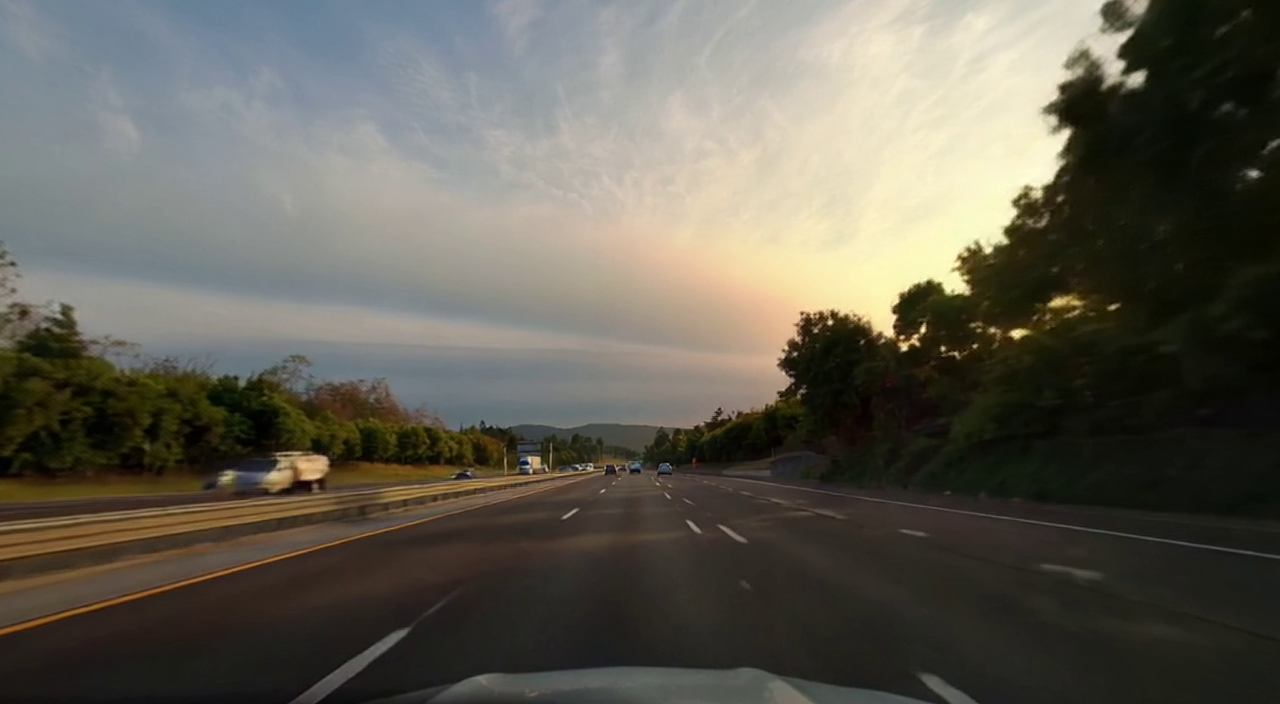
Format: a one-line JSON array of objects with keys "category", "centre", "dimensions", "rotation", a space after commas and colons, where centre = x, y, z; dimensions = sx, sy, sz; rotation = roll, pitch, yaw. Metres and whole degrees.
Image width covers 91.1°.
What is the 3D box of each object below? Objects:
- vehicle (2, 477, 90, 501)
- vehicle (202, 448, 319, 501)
[{"category": "vehicle", "centre": [-40.755, 9.388, 43.235], "dimensions": [1.813, 1.484, 4.336], "rotation": [1, -10, 0]}, {"category": "vehicle", "centre": [-20.614, 6.706, 34.581], "dimensions": [2.548, 2.580, 6.084], "rotation": [1, -10, 0]}]
